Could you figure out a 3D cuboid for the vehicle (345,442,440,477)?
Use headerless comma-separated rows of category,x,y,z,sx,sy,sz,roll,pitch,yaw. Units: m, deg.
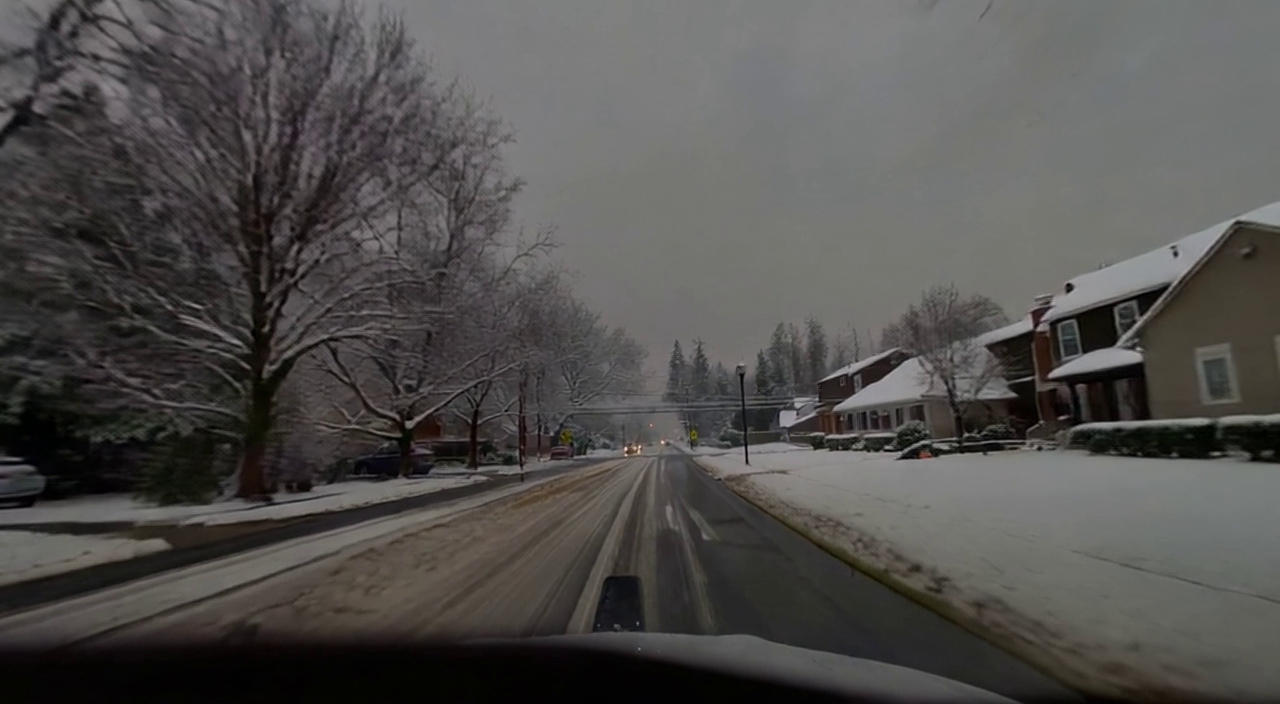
vehicle,-13.350,5.816,34.317,4.370,1.761,1.901,1,-9,-6
